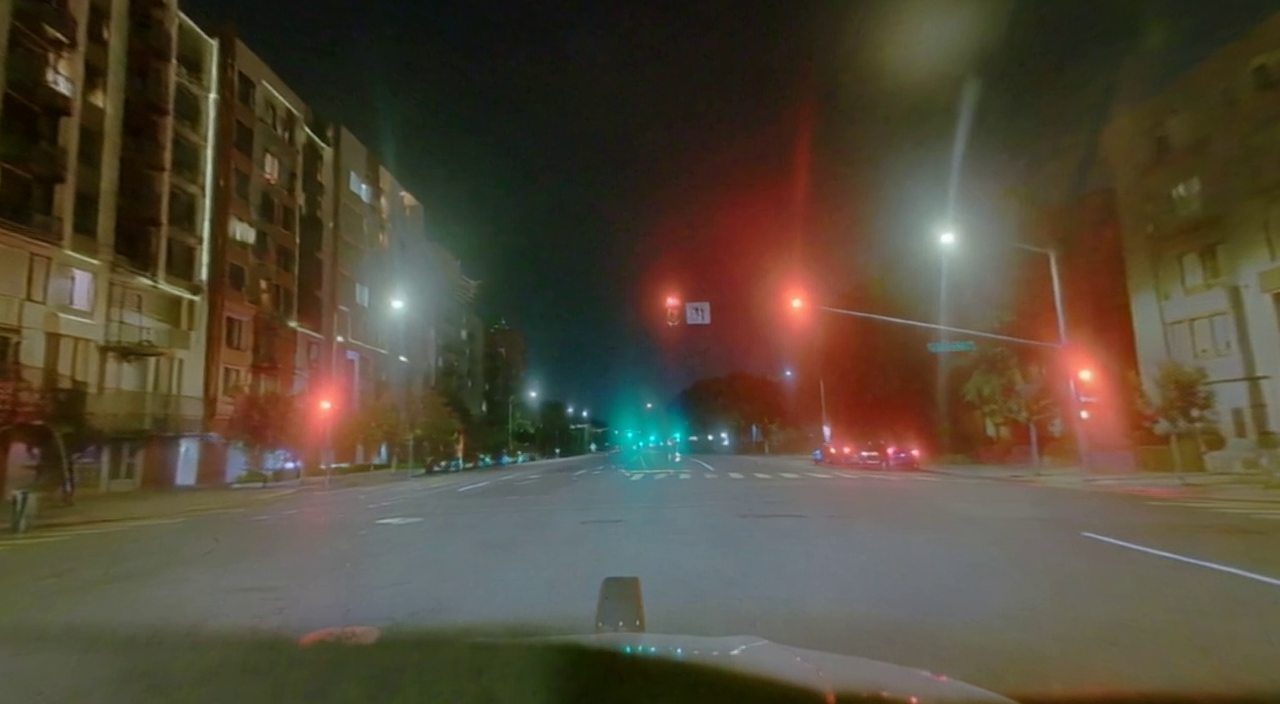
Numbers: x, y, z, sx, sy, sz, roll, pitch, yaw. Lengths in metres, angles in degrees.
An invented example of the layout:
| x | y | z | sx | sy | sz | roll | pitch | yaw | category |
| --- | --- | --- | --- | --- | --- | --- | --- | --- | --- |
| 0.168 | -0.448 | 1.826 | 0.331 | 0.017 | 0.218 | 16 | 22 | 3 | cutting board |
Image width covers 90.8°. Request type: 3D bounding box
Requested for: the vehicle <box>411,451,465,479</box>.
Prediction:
| x | y | z | sx | sy | sz | roll | pitch | yaw | category |
| --- | --- | --- | --- | --- | --- | --- | --- | --- | --- |
| -13.637 | 7.643 | 42.986 | 2.075 | 1.708 | 4.335 | -1 | -8 | 3 | vehicle |

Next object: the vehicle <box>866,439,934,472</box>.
| x | y | z | sx | sy | sz | roll | pitch | yaw | category |
| --- | --- | --- | --- | --- | --- | --- | --- | --- | --- |
| 15.644 | 6.229 | 38.276 | 2.181 | 1.876 | 4.723 | 0 | -8 | 2 | vehicle |

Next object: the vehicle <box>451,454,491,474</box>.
| x | y | z | sx | sy | sz | roll | pitch | yaw | category |
| --- | --- | --- | --- | --- | --- | --- | --- | --- | --- |
| -13.206 | 8.765 | 49.561 | 1.719 | 1.440 | 4.201 | -1 | -8 | 3 | vehicle |
